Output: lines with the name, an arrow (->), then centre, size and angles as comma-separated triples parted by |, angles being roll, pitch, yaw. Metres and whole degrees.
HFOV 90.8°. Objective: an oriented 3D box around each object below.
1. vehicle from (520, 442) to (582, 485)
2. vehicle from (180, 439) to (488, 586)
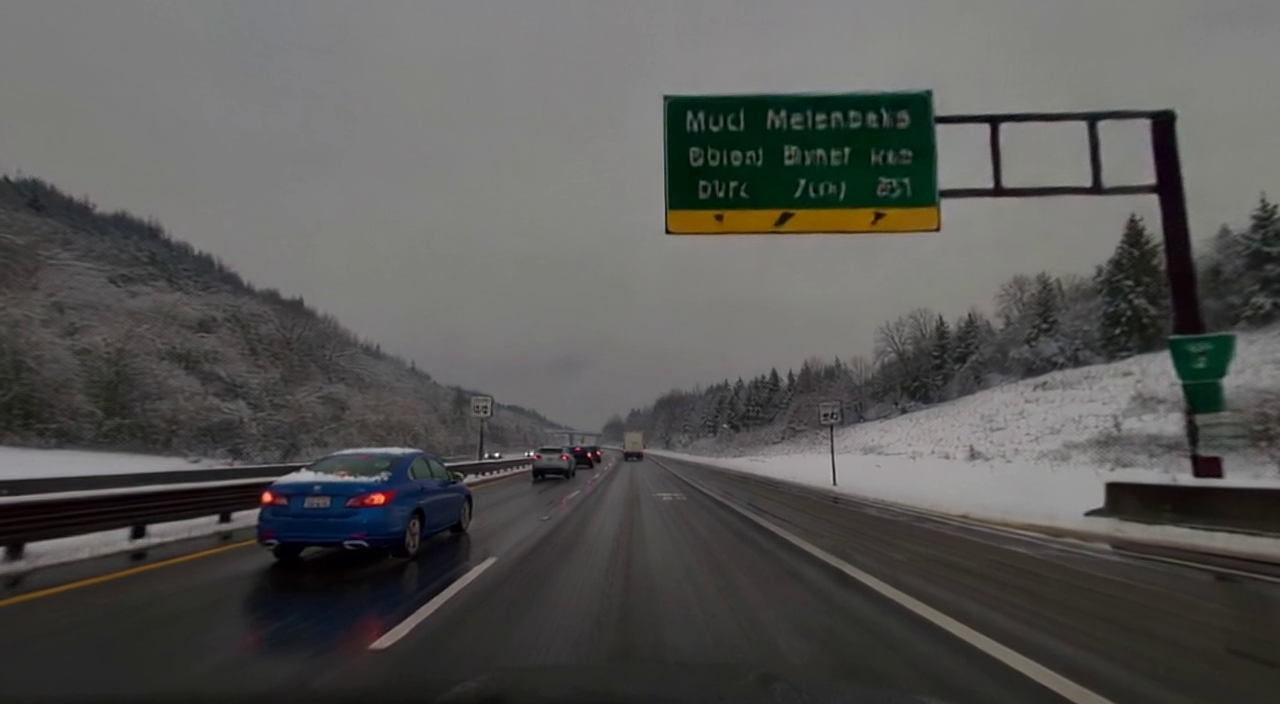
vehicle -> -3.799, 4.820, 27.570 | 2.073, 1.694, 4.162 | 0, -9, 0
vehicle -> -3.596, 1.960, 8.598 | 1.988, 1.440, 4.504 | 0, -9, -1
